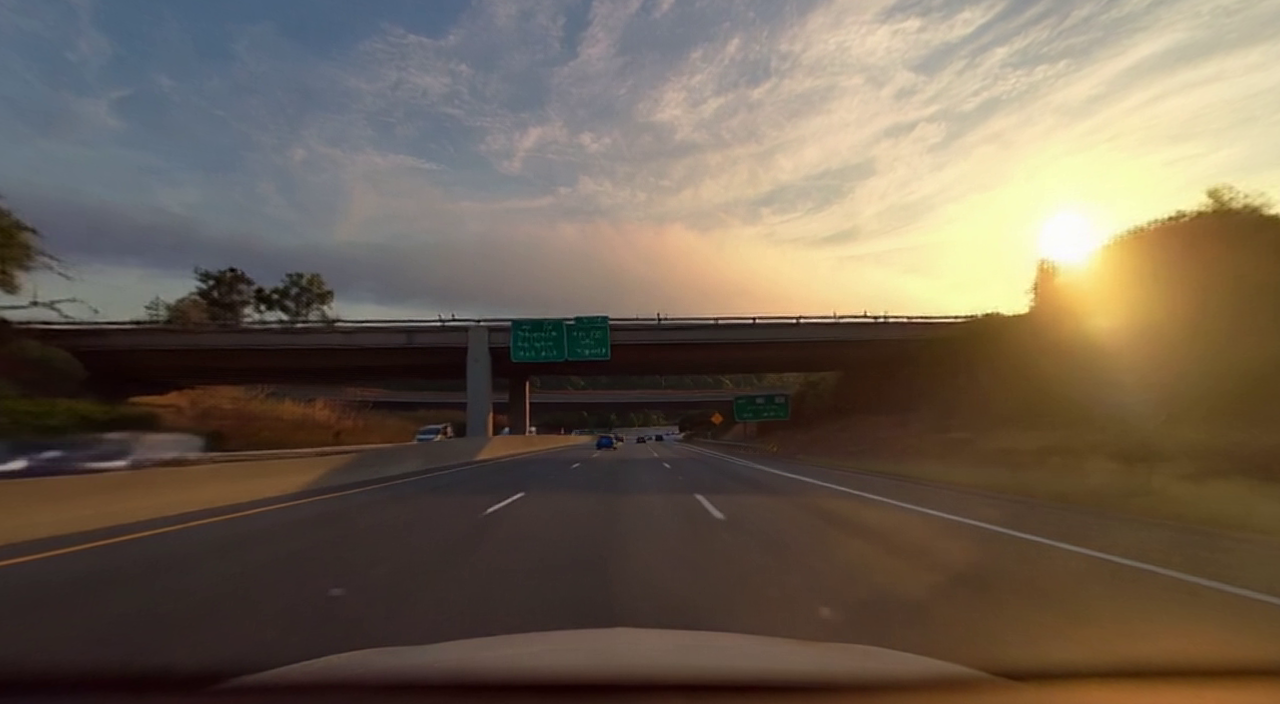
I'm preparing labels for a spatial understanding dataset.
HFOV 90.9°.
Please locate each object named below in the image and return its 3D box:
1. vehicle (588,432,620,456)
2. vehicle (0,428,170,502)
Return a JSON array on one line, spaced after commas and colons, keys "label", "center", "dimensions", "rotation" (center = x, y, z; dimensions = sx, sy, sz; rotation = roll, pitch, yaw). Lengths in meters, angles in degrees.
[{"label": "vehicle", "center": [-2.607, 6.791, 46.730], "dimensions": [2.086, 1.624, 4.607], "rotation": [0, -8, 1]}, {"label": "vehicle", "center": [-13.448, 2.500, 14.455], "dimensions": [1.937, 1.424, 4.454], "rotation": [0, -8, -1]}]
